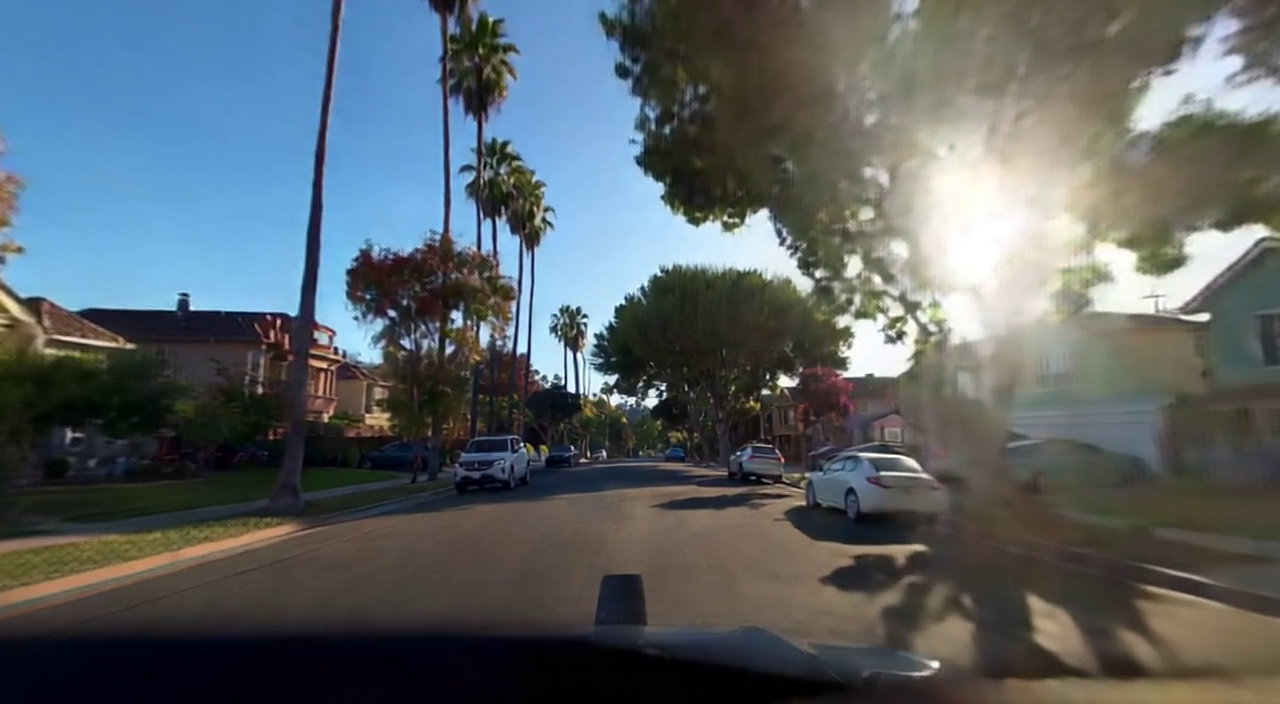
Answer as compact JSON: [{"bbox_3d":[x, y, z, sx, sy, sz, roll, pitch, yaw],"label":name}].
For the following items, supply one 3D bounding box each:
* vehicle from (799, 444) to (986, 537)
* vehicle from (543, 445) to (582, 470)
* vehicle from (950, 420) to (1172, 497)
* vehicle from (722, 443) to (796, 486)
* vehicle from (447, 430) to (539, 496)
[{"bbox_3d":[4.824,2.671,12.930,2.056,1.464,4.493,2,-9,1],"label":"vehicle"},{"bbox_3d":[-5.273,7.197,43.446,2.079,1.486,4.877,-2,-8,-1],"label":"vehicle"},{"bbox_3d":[11.630,2.968,17.744,4.621,1.591,2.090,-5,-8,-1],"label":"vehicle"},{"bbox_3d":[4.620,4.423,25.254,1.991,1.554,4.501,0,-9,-1],"label":"vehicle"},{"bbox_3d":[-4.783,3.685,21.358,2.149,1.877,5.082,-1,-8,-3],"label":"vehicle"}]
